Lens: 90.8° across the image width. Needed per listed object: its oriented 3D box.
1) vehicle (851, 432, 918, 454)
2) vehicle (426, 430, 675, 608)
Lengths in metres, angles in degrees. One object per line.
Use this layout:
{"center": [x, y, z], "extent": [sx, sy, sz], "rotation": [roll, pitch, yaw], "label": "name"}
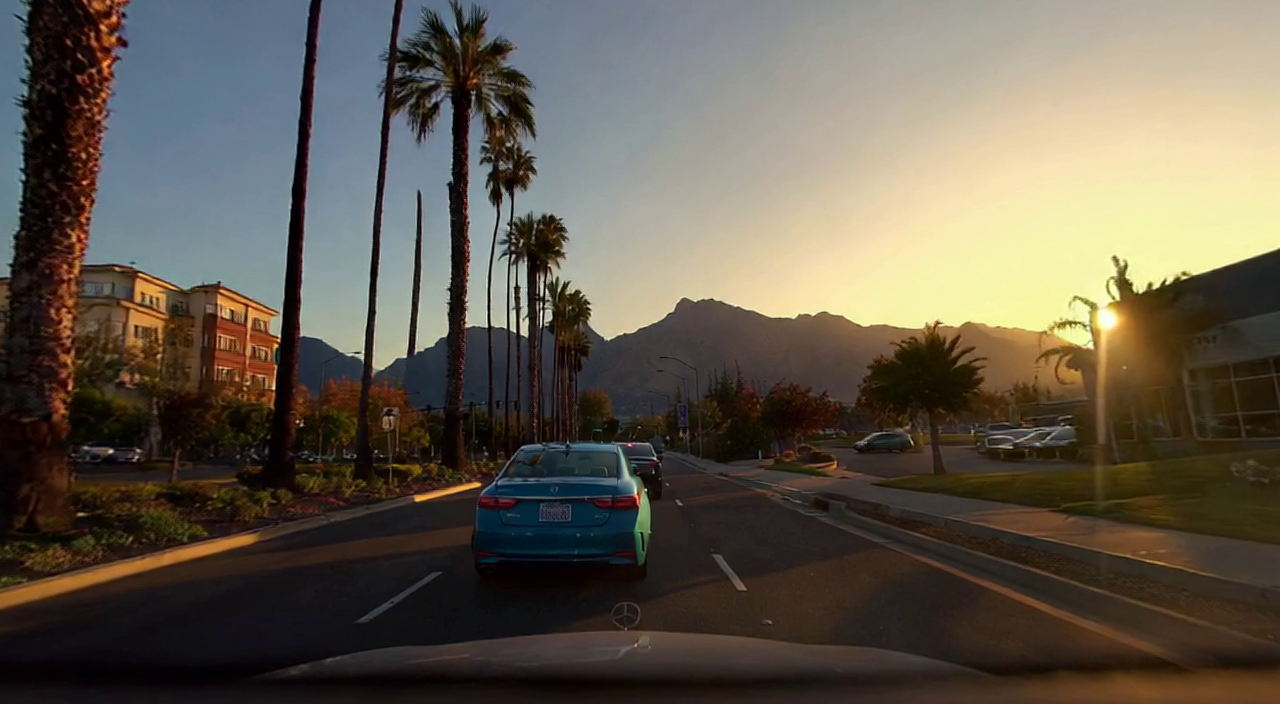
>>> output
{"center": [19.202, 7.200, 49.800], "extent": [1.925, 1.652, 4.490], "rotation": [6, -10, -34], "label": "vehicle"}
{"center": [-0.821, 1.686, 7.295], "extent": [2.067, 1.459, 3.886], "rotation": [0, -8, -2], "label": "vehicle"}
